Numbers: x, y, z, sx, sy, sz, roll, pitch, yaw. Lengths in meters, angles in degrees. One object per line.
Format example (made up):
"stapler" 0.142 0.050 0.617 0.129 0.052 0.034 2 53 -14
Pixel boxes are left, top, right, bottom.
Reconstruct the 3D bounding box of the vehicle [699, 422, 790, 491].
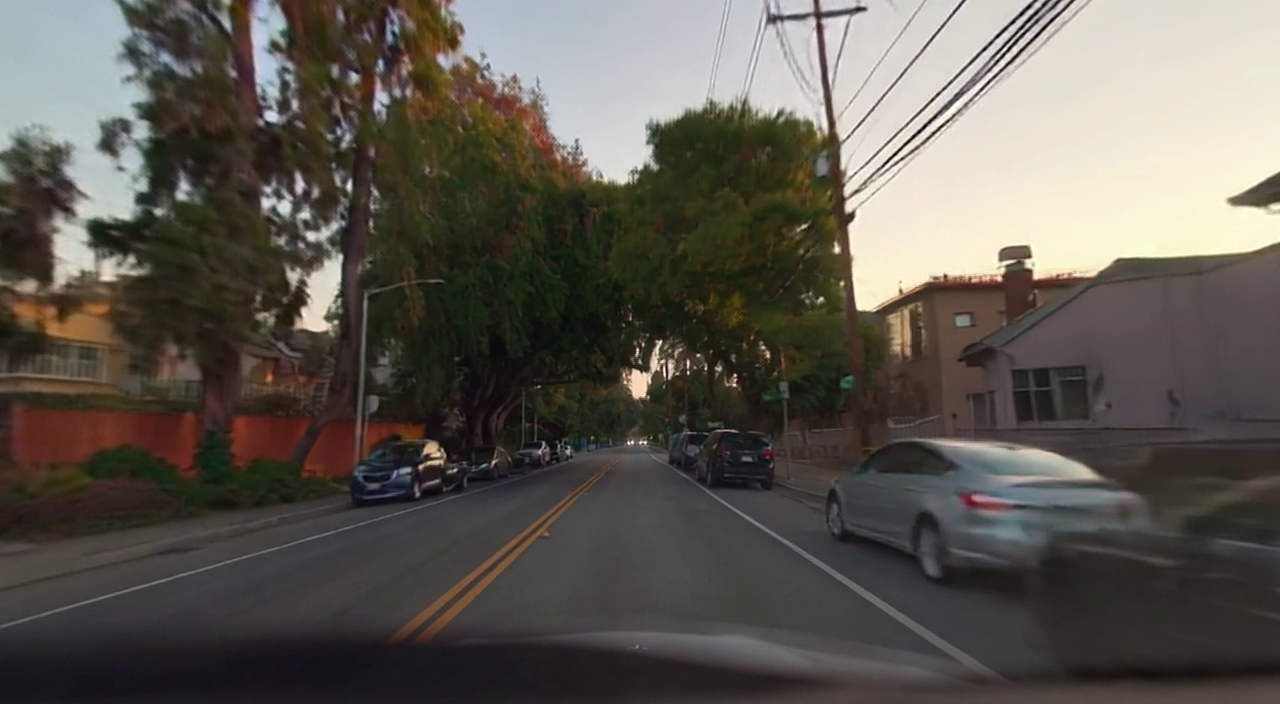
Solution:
"vehicle" 3.281 3.425 21.089 2.065 1.953 5.359 0 -8 0

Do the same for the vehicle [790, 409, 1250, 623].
"vehicle" 3.426 1.569 7.202 2.158 1.560 4.865 0 -8 -1

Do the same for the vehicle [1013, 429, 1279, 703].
"vehicle" 3.416 0.902 1.838 1.967 1.382 4.361 0 -8 0

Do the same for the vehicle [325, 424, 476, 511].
"vehicle" -6.681 3.215 18.435 2.451 2.099 5.112 -1 -7 -1

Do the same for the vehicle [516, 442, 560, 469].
"vehicle" -6.839 6.934 42.726 2.084 1.573 4.599 -2 -7 2
